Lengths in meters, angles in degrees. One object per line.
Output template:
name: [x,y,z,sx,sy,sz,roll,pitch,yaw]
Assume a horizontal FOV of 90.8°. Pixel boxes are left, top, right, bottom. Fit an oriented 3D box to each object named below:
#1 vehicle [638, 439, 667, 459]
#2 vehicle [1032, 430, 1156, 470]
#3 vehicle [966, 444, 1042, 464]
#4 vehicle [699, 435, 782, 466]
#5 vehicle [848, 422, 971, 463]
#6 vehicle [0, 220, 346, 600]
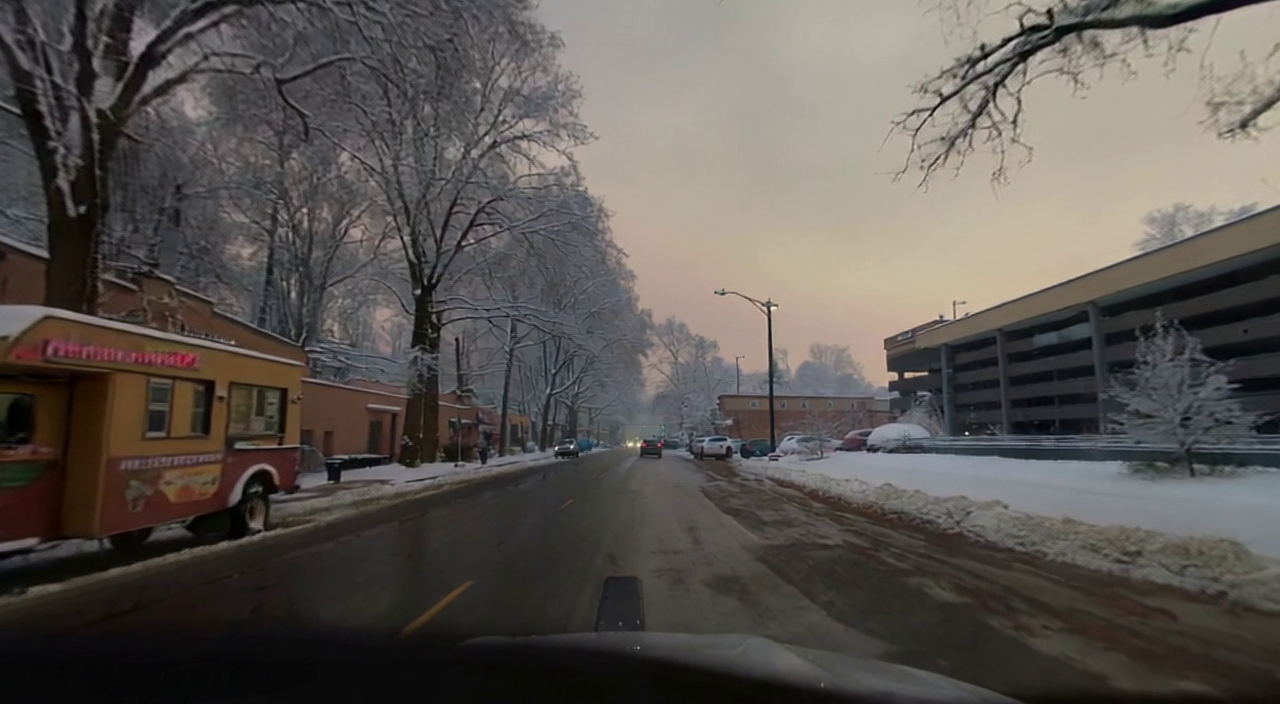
vehicle: [0.912,7.419,48.516,2.046,1.445,4.001,0,-8,-2]
vehicle: [26.557,5.750,37.105,5.596,2.168,2.307,2,-8,-3]
vehicle: [27.376,7.665,47.557,4.558,1.452,1.790,0,-8,0]
vehicle: [5.958,5.811,37.281,4.626,1.723,1.939,5,-10,-31]
vehicle: [14.470,4.893,34.178,5.540,2.045,2.259,0,-8,0]
vehicle: [-6.987,0.915,8.191,2.968,3.222,7.036,-1,-8,-1]
